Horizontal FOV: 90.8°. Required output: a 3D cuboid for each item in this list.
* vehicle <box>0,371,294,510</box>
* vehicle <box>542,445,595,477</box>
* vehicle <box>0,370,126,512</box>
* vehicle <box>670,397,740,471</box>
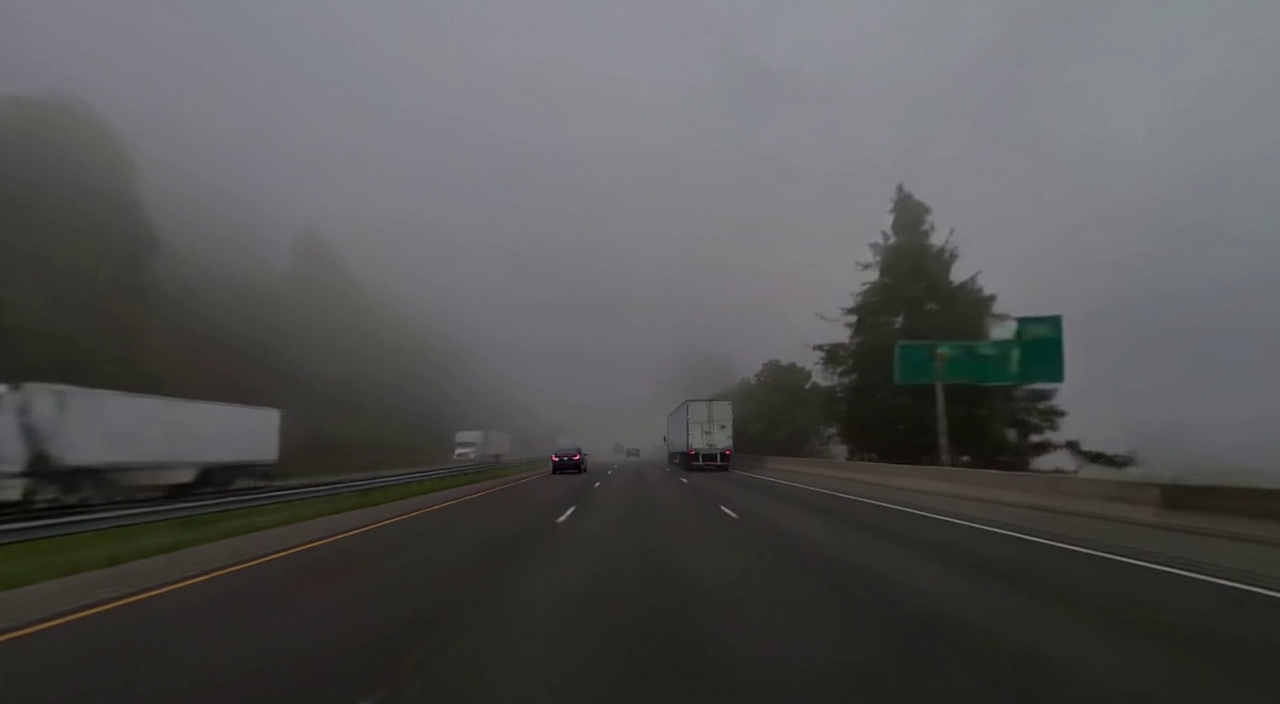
[{"bbox_3d":[-19.197,3.607,24.970,2.884,3.905,14.603,0,-9,-1],"label":"vehicle"},{"bbox_3d":[-3.488,5.437,31.627,2.121,1.445,4.651,0,-9,-1],"label":"vehicle"},{"bbox_3d":[-19.149,2.627,18.442,2.990,3.854,5.965,0,-9,-1],"label":"vehicle"},{"bbox_3d":[3.952,5.669,42.179,2.974,4.083,14.389,0,-9,-1],"label":"vehicle"}]
